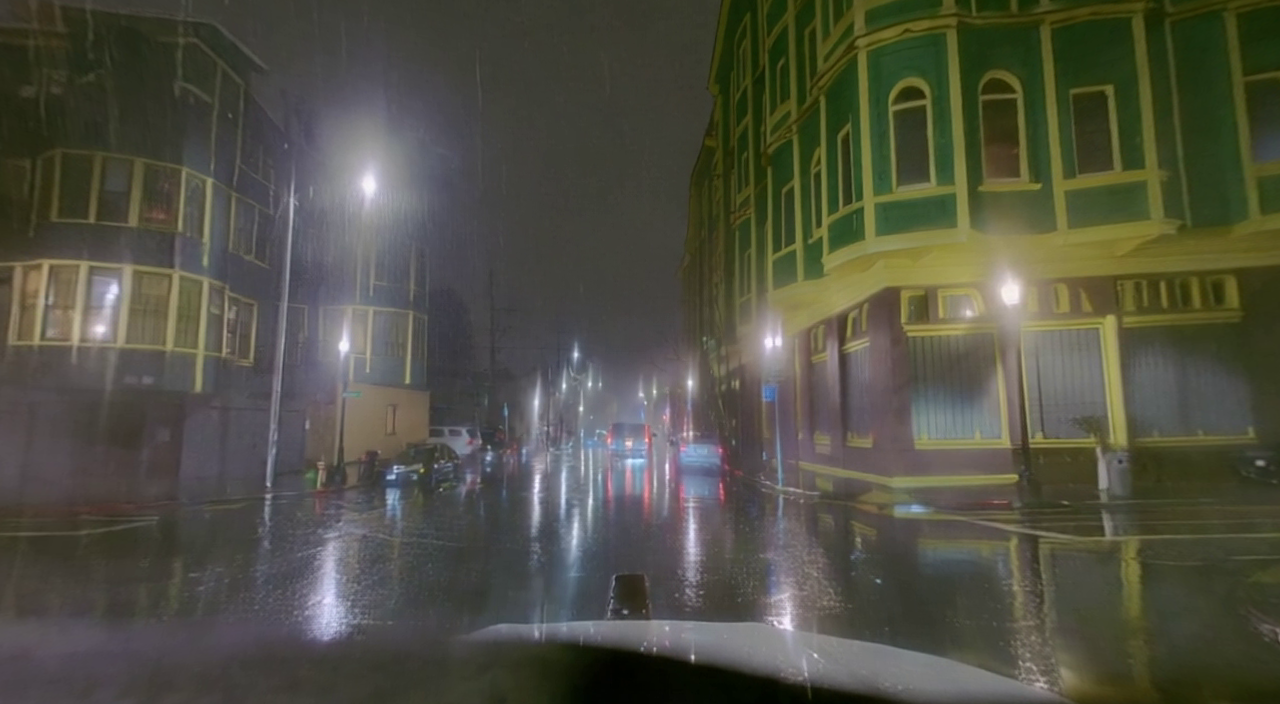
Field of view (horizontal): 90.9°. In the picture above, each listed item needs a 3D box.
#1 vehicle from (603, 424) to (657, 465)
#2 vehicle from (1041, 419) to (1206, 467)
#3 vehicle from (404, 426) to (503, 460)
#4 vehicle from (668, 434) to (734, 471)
[{"bbox_3d":[-0.544,4.484,30.522,2.412,1.834,4.636,0,-8,-2],"label":"vehicle"},{"bbox_3d":[15.333,2.919,20.146,3.752,1.453,1.709,0,-9,2],"label":"vehicle"},{"bbox_3d":[-11.462,5.593,38.865,5.540,1.950,2.113,4,-12,-28],"label":"vehicle"},{"bbox_3d":[2.505,4.300,27.082,2.290,1.456,4.503,0,-9,-1],"label":"vehicle"}]
